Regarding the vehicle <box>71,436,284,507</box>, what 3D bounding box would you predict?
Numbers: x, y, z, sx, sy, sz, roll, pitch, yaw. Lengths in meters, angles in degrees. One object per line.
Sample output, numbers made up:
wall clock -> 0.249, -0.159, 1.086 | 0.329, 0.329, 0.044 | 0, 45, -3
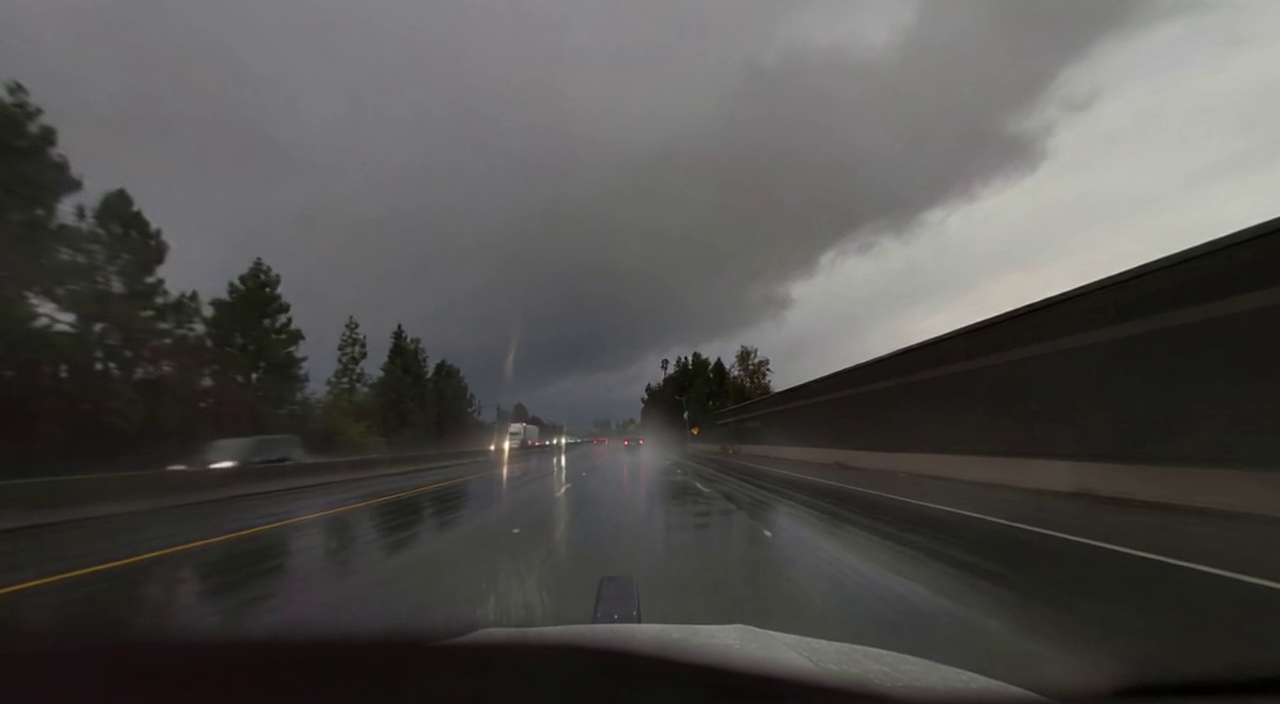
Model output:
vehicle -> -11.607, 2.986, 16.336 | 2.109, 1.557, 4.531 | 0, -8, 0
